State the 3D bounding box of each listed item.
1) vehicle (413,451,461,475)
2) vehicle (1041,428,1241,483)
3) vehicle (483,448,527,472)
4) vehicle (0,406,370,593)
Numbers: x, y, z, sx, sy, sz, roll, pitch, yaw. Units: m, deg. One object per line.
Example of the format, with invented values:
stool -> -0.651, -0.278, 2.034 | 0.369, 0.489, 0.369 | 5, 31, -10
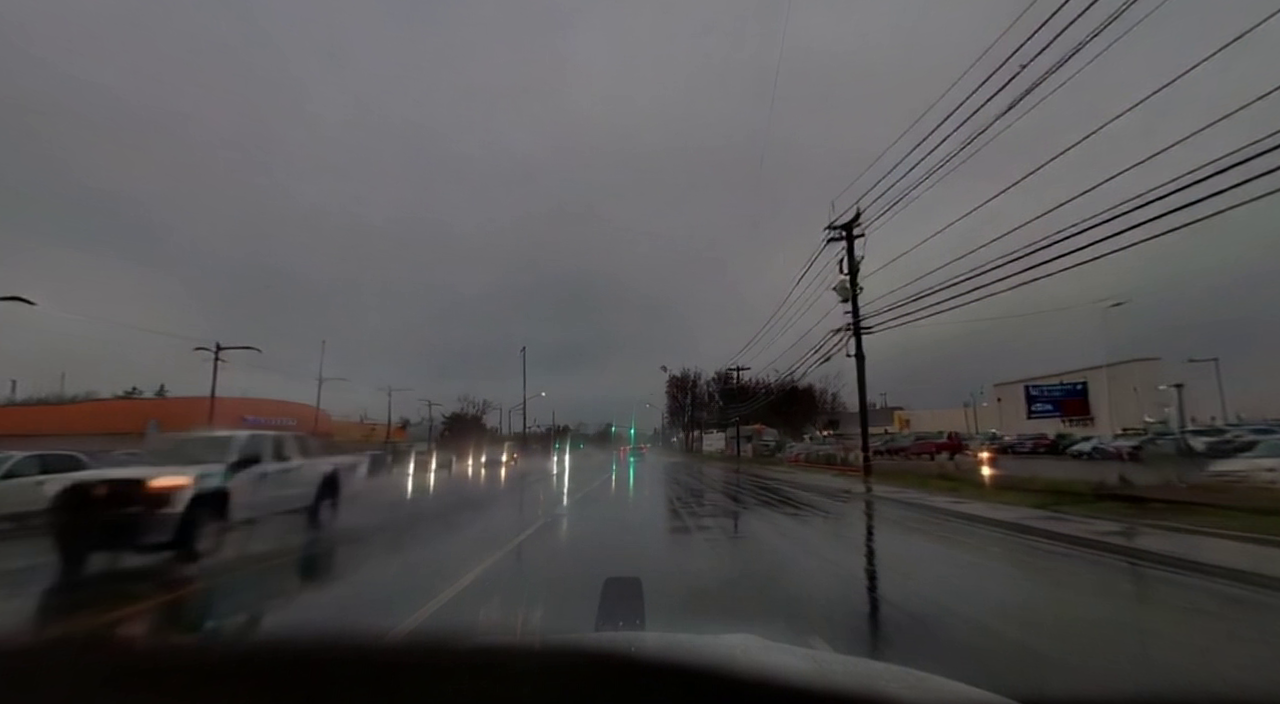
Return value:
vehicle -> -14.825, 8.105, 46.412 | 1.954, 1.519, 5.051 | -1, -8, -1
vehicle -> 14.827, 3.046, 18.899 | 4.300, 1.431, 1.937 | -2, -7, 0
vehicle -> -9.151, 7.347, 43.263 | 1.988, 1.472, 4.633 | 0, -8, 1
vehicle -> -6.042, 1.818, 8.797 | 2.180, 1.805, 5.170 | 0, -8, 1
